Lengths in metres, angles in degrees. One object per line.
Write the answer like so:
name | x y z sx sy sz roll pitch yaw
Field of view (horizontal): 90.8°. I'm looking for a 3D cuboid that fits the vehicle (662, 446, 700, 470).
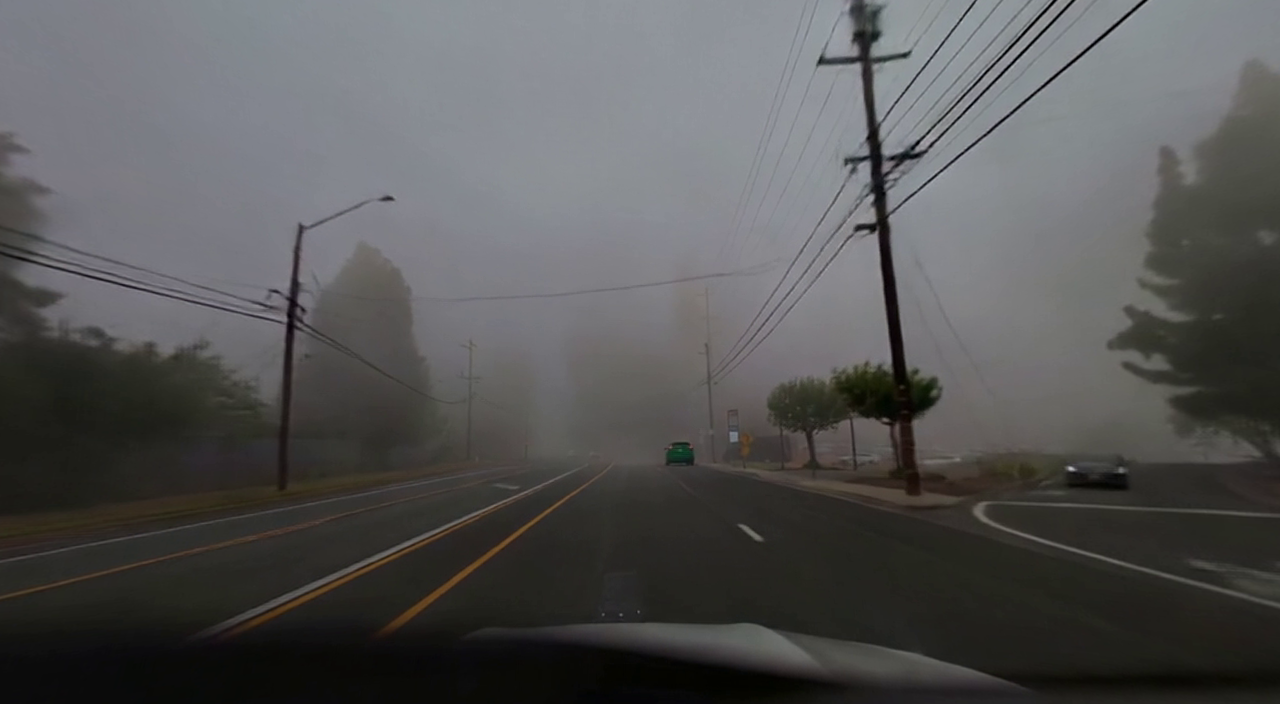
vehicle | 2.643 6.994 41.810 2.015 1.467 4.117 0 -9 -3
